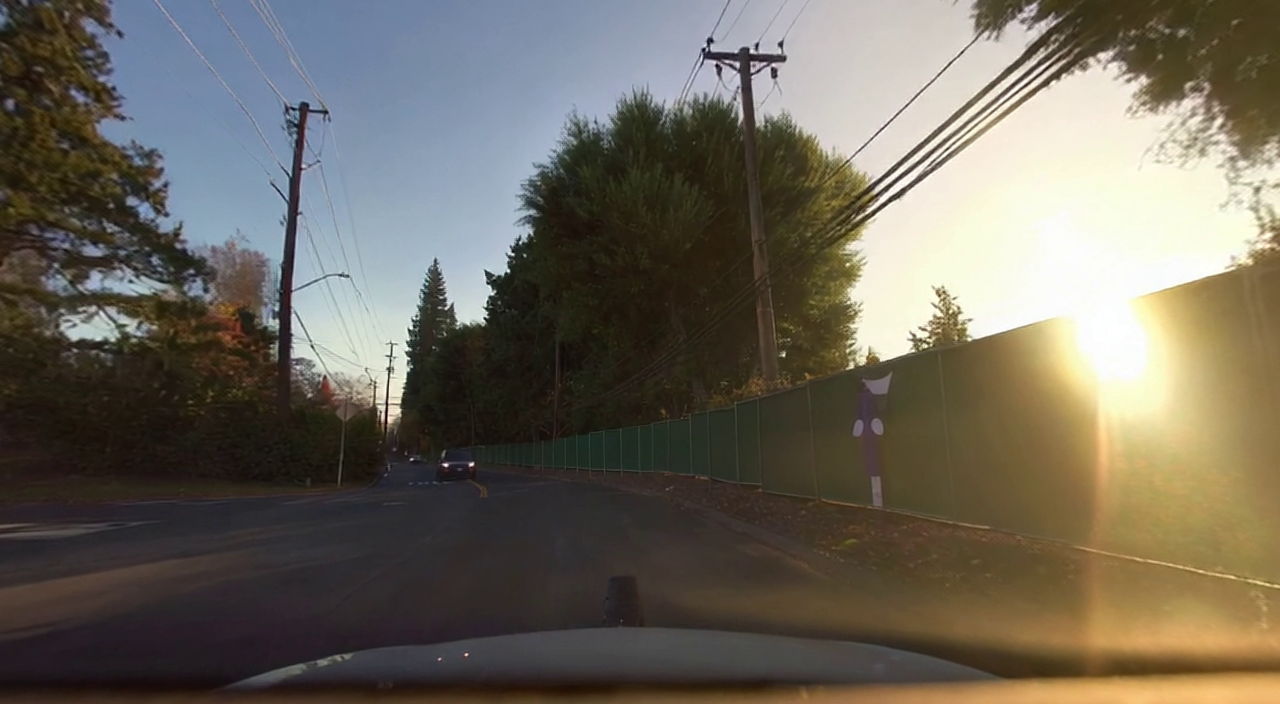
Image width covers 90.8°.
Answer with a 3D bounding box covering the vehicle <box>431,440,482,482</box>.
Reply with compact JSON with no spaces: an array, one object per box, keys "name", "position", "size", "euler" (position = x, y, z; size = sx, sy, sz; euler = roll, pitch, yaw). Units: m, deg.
[{"name":"vehicle","position":[-9.056,5.376,31.471],"size":[2.185,1.901,4.177],"euler":[2,-9,-14]}]
